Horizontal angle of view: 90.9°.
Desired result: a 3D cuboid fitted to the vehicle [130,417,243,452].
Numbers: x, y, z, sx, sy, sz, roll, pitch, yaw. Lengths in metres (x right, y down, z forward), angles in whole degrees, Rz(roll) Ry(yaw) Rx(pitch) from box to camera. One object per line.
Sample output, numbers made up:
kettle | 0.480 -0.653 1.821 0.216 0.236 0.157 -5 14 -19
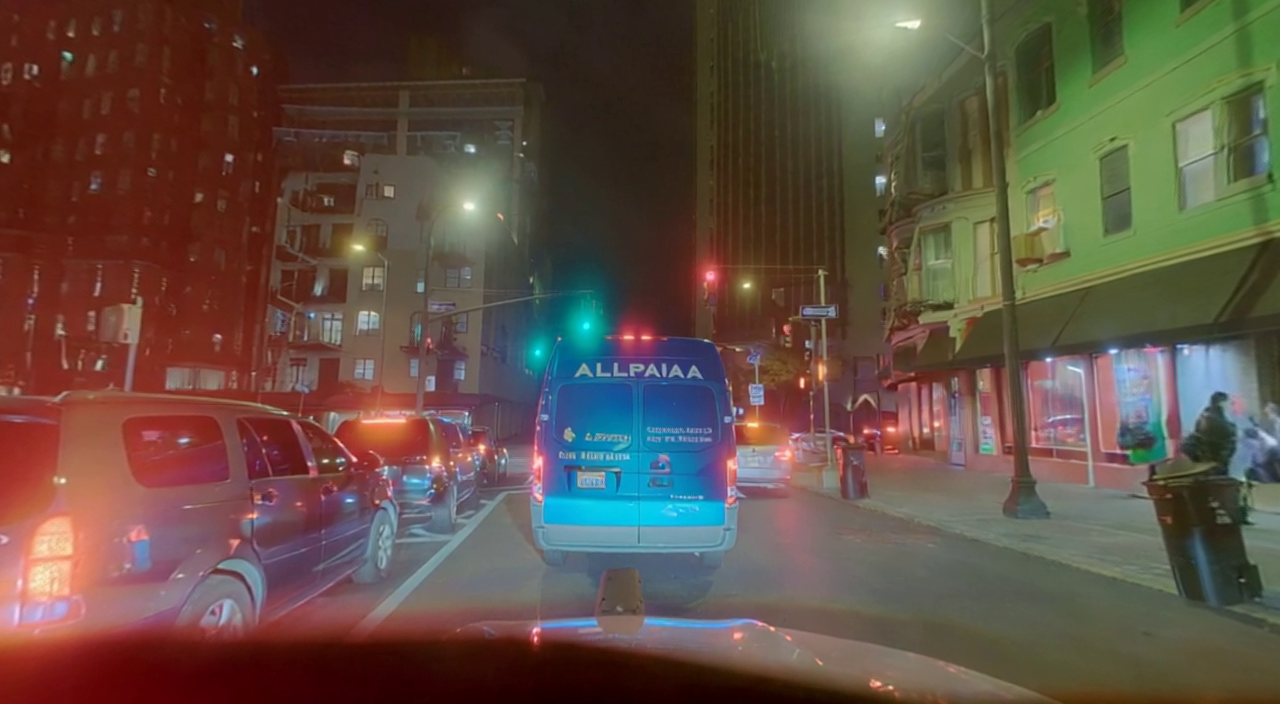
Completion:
vehicle | -20.711 3.787 28.909 3.713 1.571 1.751 1 -8 -6

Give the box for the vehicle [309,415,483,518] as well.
vehicle | -3.954 1.883 10.860 1.841 1.461 3.426 1 -8 -5

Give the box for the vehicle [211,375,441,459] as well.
vehicle | -12.789 2.792 26.531 8.088 3.213 2.801 2 -8 -13

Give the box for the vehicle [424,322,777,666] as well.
vehicle | -0.318 1.061 5.727 1.951 1.907 4.266 0 -8 -3

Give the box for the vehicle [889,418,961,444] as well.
vehicle | 16.114 4.484 35.649 3.381 1.391 1.529 1 -8 -10
